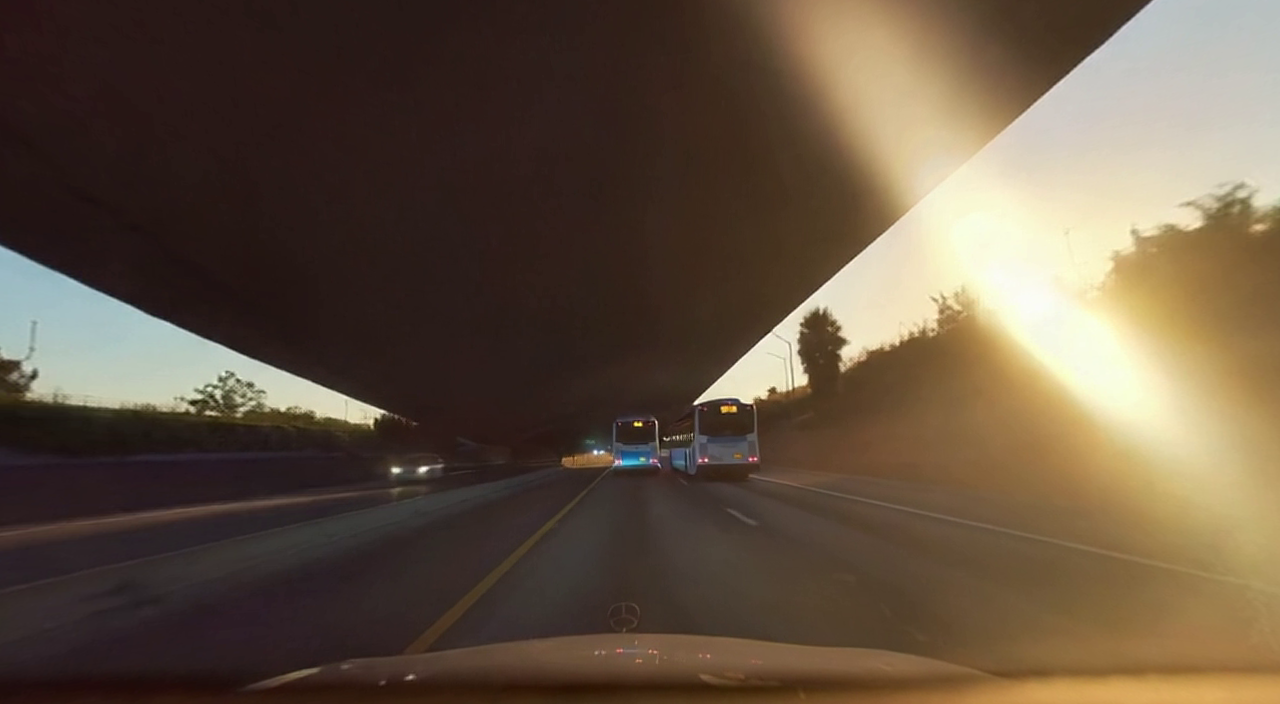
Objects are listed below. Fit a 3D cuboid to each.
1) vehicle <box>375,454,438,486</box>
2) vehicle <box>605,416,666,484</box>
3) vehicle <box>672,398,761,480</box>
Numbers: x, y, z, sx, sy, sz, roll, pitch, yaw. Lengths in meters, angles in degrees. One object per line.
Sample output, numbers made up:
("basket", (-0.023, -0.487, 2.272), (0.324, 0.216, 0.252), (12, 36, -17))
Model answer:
("vehicle", (-12.606, 6.380, 34.072), (1.889, 1.534, 4.023), (-1, -9, 0))
("vehicle", (-0.211, 4.383, 28.041), (2.414, 2.675, 5.574), (-1, -9, -1))
("vehicle", (3.805, 4.953, 35.059), (3.074, 3.668, 12.805), (-1, -9, -1))
